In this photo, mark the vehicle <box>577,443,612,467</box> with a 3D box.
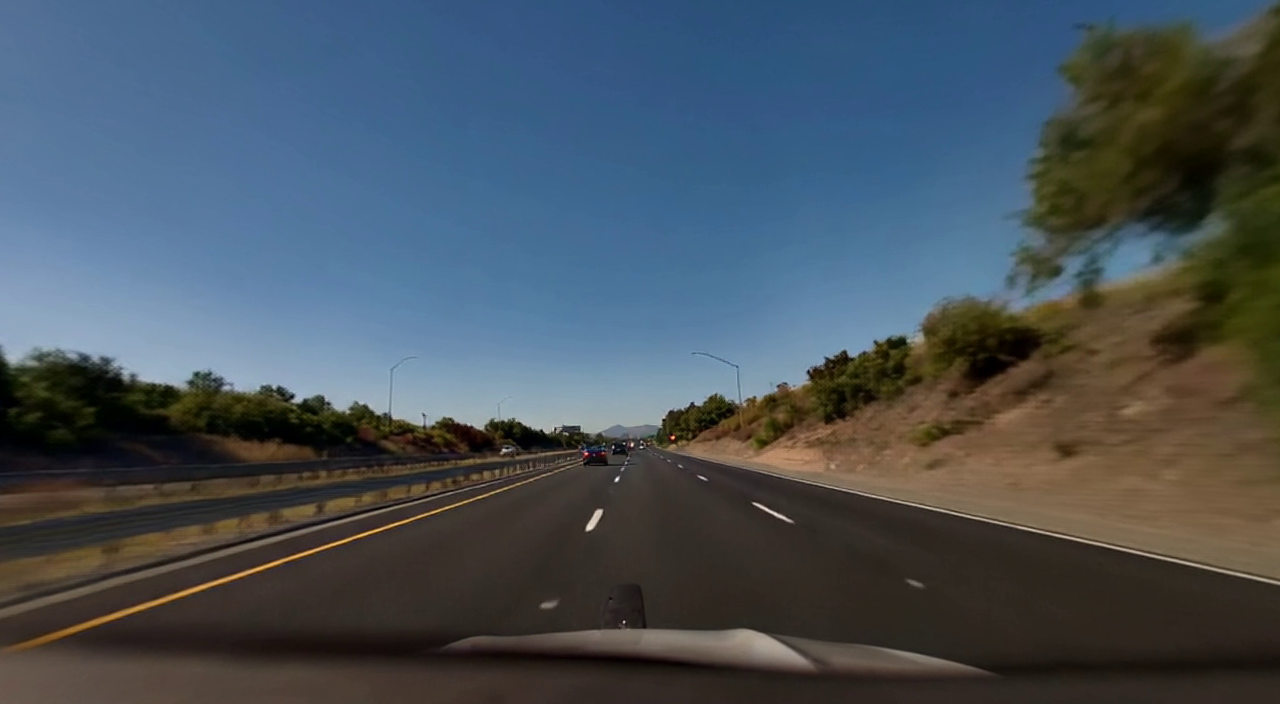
[{"bbox_3d":[-2.882,6.640,40.841,1.991,1.475,4.302,0,-8,0],"label":"vehicle"}]
